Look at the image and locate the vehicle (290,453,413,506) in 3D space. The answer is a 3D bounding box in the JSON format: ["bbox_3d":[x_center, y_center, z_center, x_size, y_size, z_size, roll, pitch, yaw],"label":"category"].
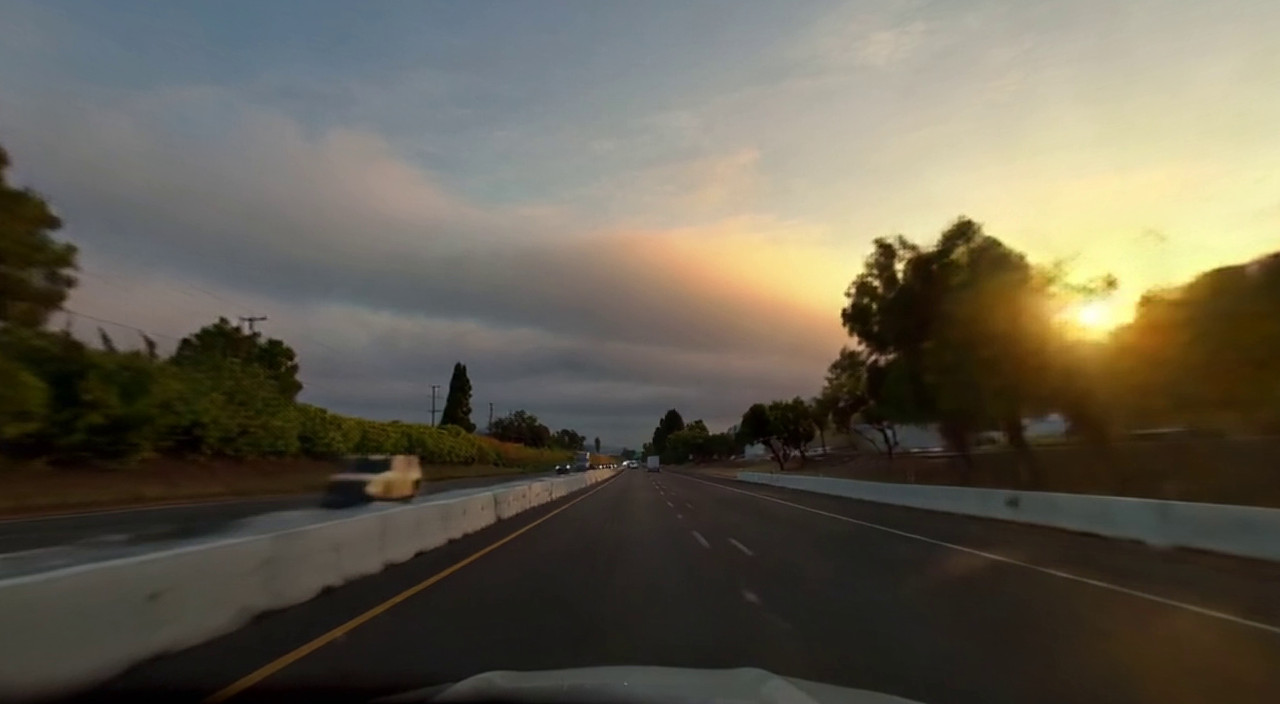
[{"bbox_3d":[-9.256,4.155,20.730,1.938,1.521,4.459,1,-10,0],"label":"vehicle"}]
